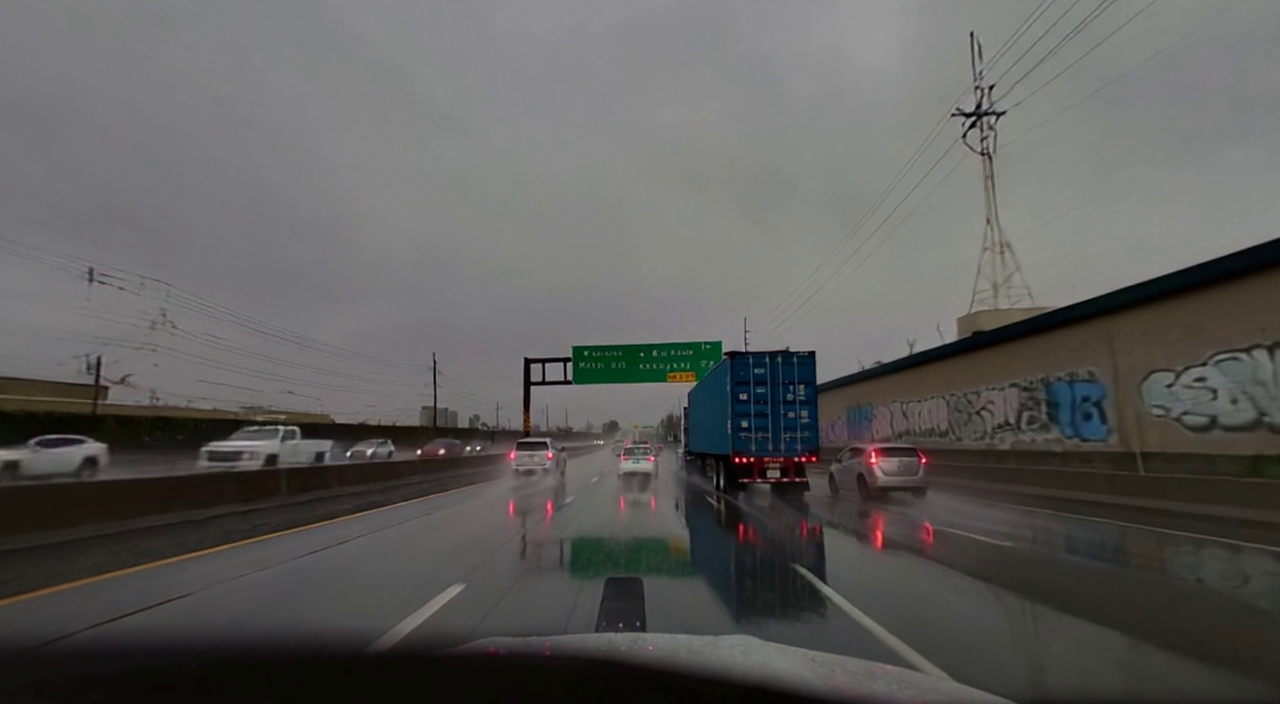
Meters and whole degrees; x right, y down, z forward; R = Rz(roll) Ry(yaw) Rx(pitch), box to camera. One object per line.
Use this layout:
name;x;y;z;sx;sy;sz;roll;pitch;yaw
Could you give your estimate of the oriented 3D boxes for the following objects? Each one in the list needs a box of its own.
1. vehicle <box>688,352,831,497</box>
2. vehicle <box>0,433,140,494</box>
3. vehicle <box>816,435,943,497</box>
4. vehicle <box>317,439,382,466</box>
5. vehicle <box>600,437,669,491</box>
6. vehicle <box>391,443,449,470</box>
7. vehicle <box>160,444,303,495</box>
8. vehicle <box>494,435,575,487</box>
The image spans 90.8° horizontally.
vehicle;3.816;2.998;24.187;2.800;4.039;13.179;0;-9;0
vehicle;-20.742;3.817;21.910;2.215;1.849;5.735;0;-9;-1
vehicle;7.389;3.575;20.154;2.202;1.731;4.628;0;-9;0
vehicle;-21.560;7.499;47.166;2.189;1.902;5.881;0;-9;-2
vehicle;-0.183;3.885;22.240;2.191;1.685;4.015;0;-9;0
vehicle;-13.502;6.437;39.062;2.019;1.587;4.565;0;-9;-2
vehicle;-13.321;3.818;20.977;1.921;1.494;4.348;0;-9;-2
vehicle;-3.990;4.228;24.741;2.264;1.804;4.584;0;-9;2
